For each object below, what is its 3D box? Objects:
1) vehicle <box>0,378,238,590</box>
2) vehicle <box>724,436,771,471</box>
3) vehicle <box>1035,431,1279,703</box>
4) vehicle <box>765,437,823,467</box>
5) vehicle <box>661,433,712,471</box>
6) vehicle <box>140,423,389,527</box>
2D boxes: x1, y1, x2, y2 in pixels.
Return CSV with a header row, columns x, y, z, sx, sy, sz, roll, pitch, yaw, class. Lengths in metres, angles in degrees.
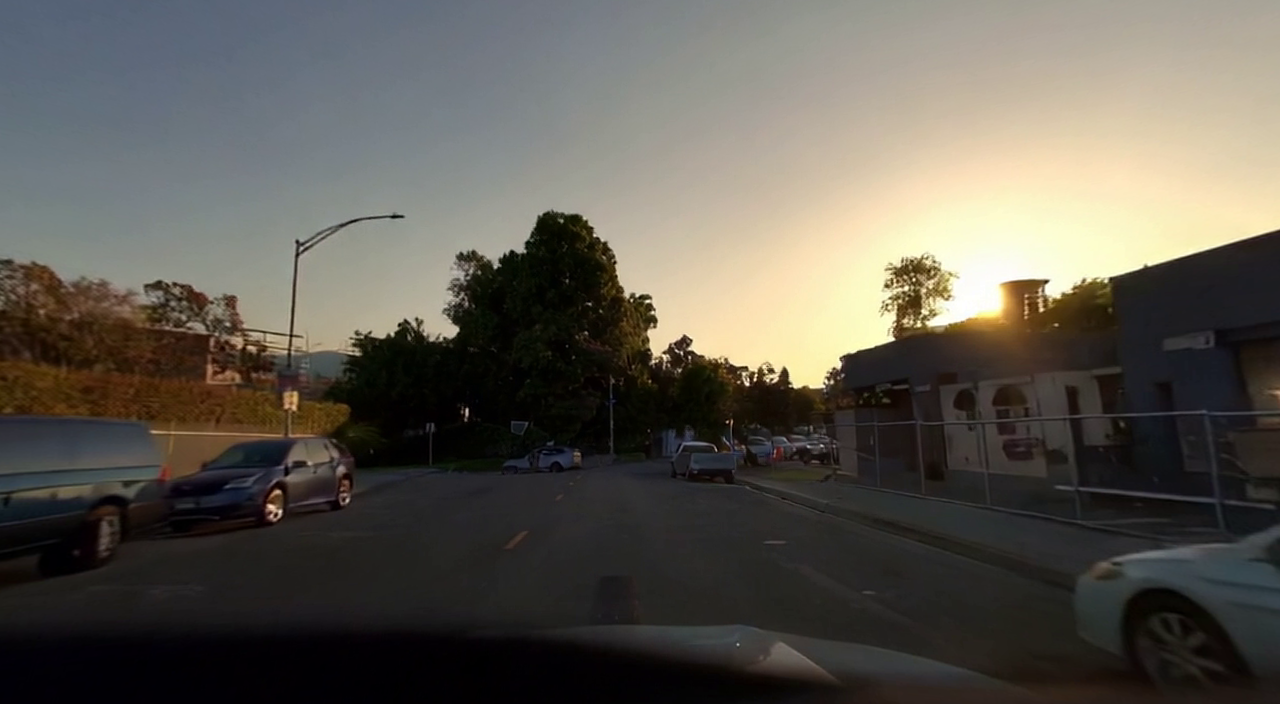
x,y,z,sx,sy,sz,roll,pitch,yaw,class
-7.119,1.359,6.476,2.504,1.919,5.658,-2,-8,-3,vehicle
6.116,5.844,36.202,1.911,1.685,3.764,3,-12,-1,vehicle
3.852,1.015,1.991,2.050,1.475,4.613,2,-8,-4,vehicle
8.864,5.799,36.775,1.980,1.606,4.097,1,-9,-5,vehicle
2.439,5.449,34.697,2.158,1.900,5.376,0,-8,-2,vehicle
-7.234,2.414,13.055,2.173,1.685,5.139,0,-9,-3,vehicle
